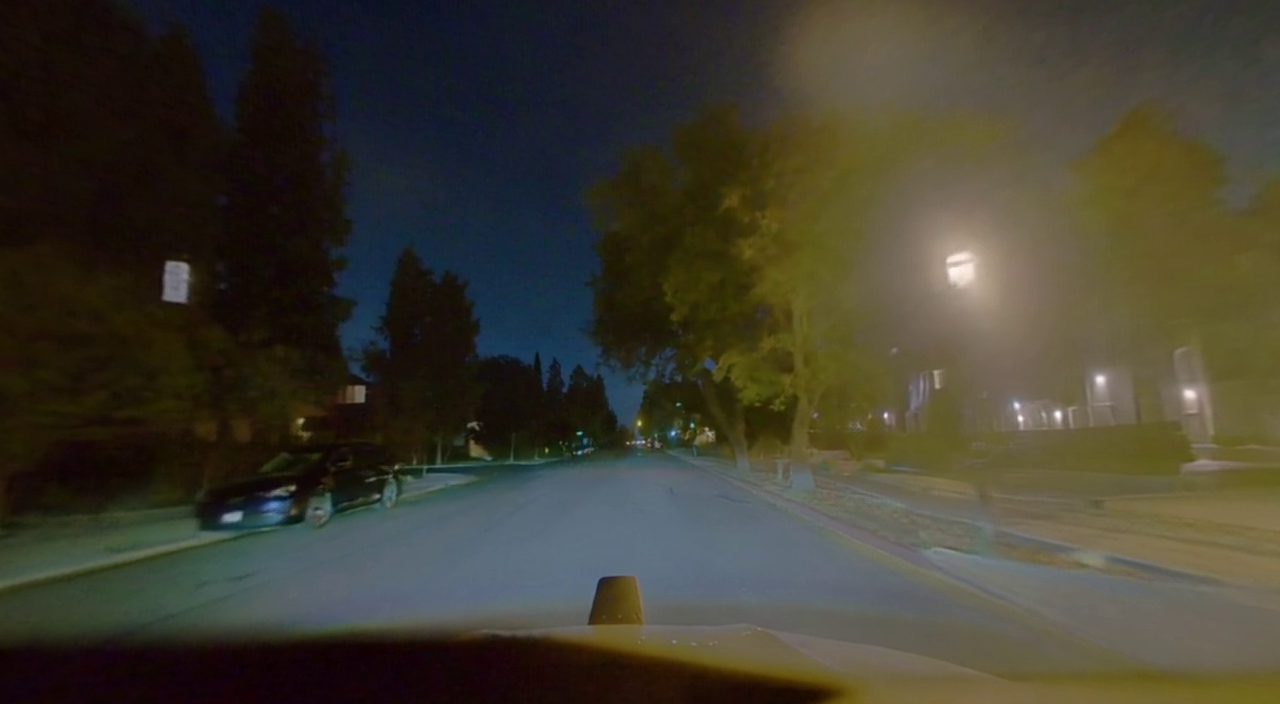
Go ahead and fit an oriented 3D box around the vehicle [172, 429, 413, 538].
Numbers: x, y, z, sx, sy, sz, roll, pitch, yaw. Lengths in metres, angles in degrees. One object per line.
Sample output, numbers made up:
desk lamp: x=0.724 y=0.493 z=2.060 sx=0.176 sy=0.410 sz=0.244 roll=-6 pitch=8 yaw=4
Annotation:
vehicle: x=-6.552 y=2.515 z=12.834 sx=2.078 sy=1.745 sz=5.119 roll=0 pitch=-9 yaw=-1
